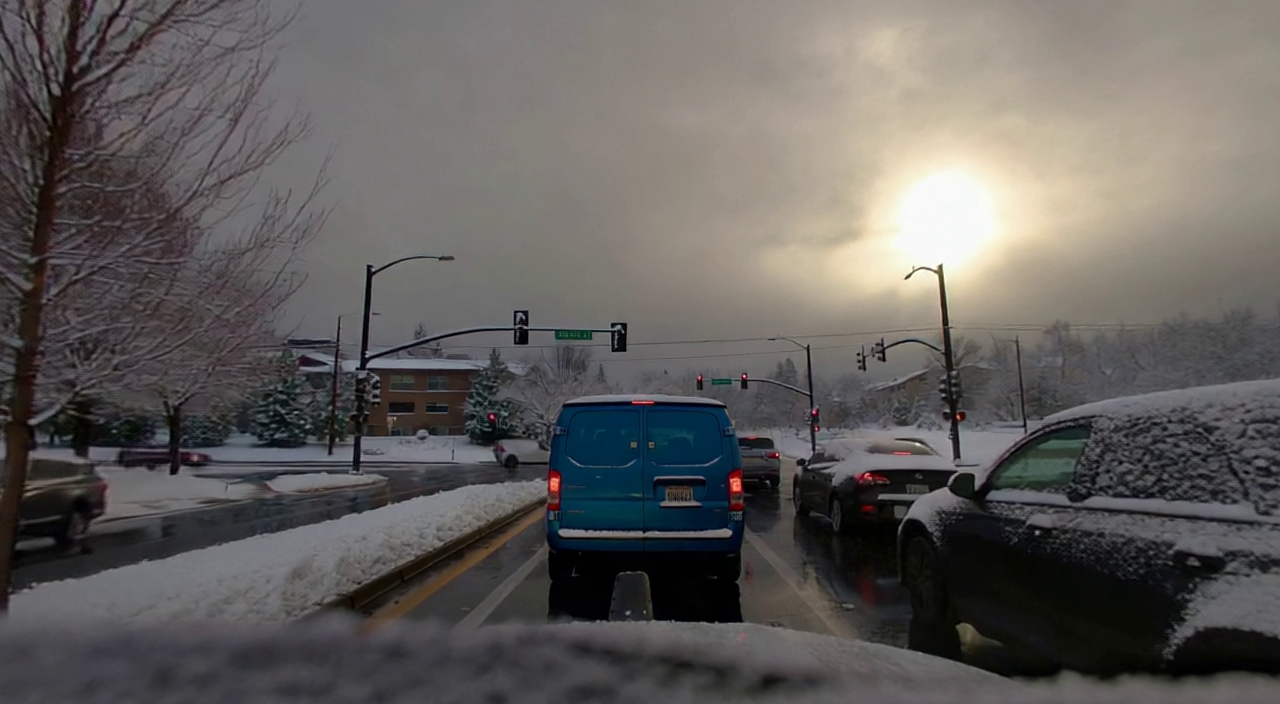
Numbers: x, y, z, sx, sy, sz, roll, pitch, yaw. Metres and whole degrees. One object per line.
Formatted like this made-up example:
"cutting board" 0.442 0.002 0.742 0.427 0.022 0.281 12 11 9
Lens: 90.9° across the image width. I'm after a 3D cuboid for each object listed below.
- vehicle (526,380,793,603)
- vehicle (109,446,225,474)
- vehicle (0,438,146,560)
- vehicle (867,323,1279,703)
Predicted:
"vehicle" 0.169 1.469 7.461 2.185 1.822 4.391 0 -8 0
"vehicle" -26.061 5.970 34.873 4.664 1.449 1.992 1 -8 -5
"vehicle" -9.450 2.032 9.197 2.023 1.488 4.654 2 -9 -19
"vehicle" 2.892 0.952 3.180 1.971 1.663 4.287 0 -8 2
